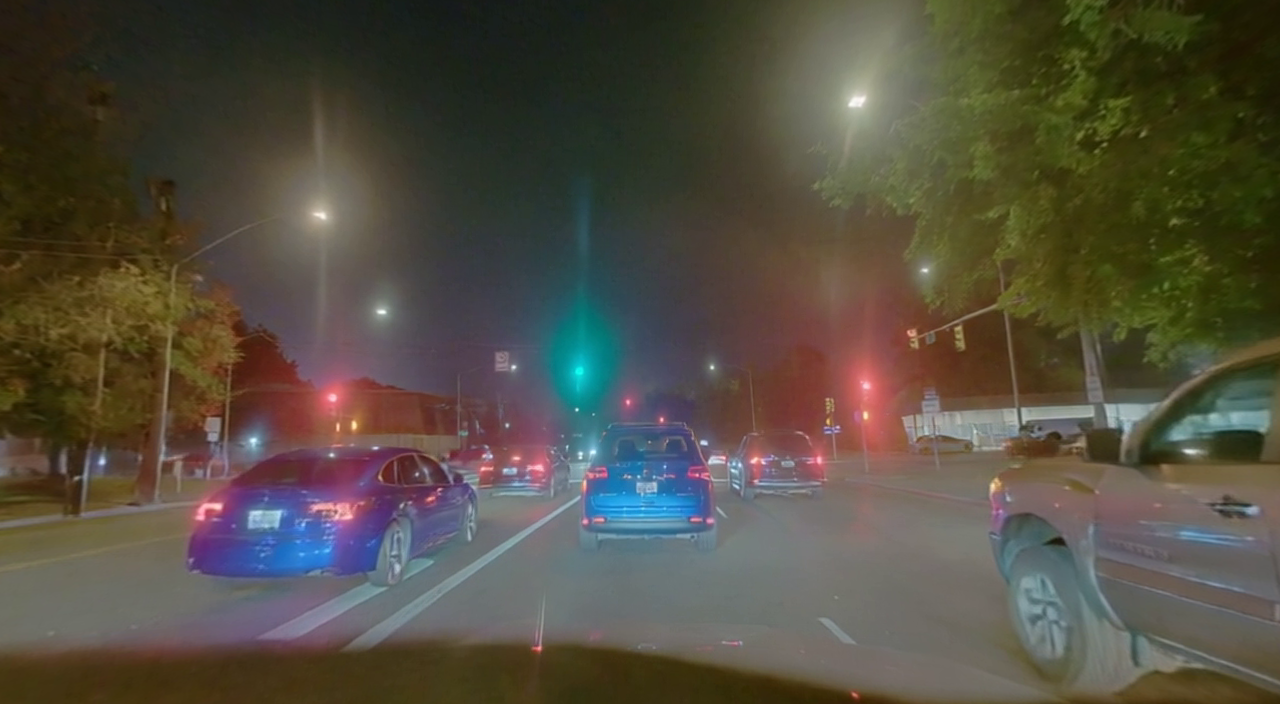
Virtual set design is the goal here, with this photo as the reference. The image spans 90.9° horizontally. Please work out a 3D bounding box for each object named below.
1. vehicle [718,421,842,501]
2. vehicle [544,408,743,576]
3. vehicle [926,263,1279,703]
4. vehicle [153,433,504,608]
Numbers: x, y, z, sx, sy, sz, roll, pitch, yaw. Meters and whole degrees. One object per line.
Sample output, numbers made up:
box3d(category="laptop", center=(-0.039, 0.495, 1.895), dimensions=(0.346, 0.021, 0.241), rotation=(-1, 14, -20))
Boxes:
box3d(category="vehicle", center=(3.716, 3.032, 17.942), dimensions=(2.408, 1.908, 5.355), rotation=(0, -8, 1))
box3d(category="vehicle", center=(0.063, 1.781, 8.748), dimensions=(2.113, 1.768, 3.901), rotation=(0, -8, 1))
box3d(category="vehicle", center=(3.329, 0.585, 1.530), dimensions=(2.571, 1.857, 5.841), rotation=(0, -8, 0))
box3d(category="vehicle", center=(-3.181, 1.798, 7.819), dimensions=(1.909, 1.476, 4.751), rotation=(0, -8, 0))
